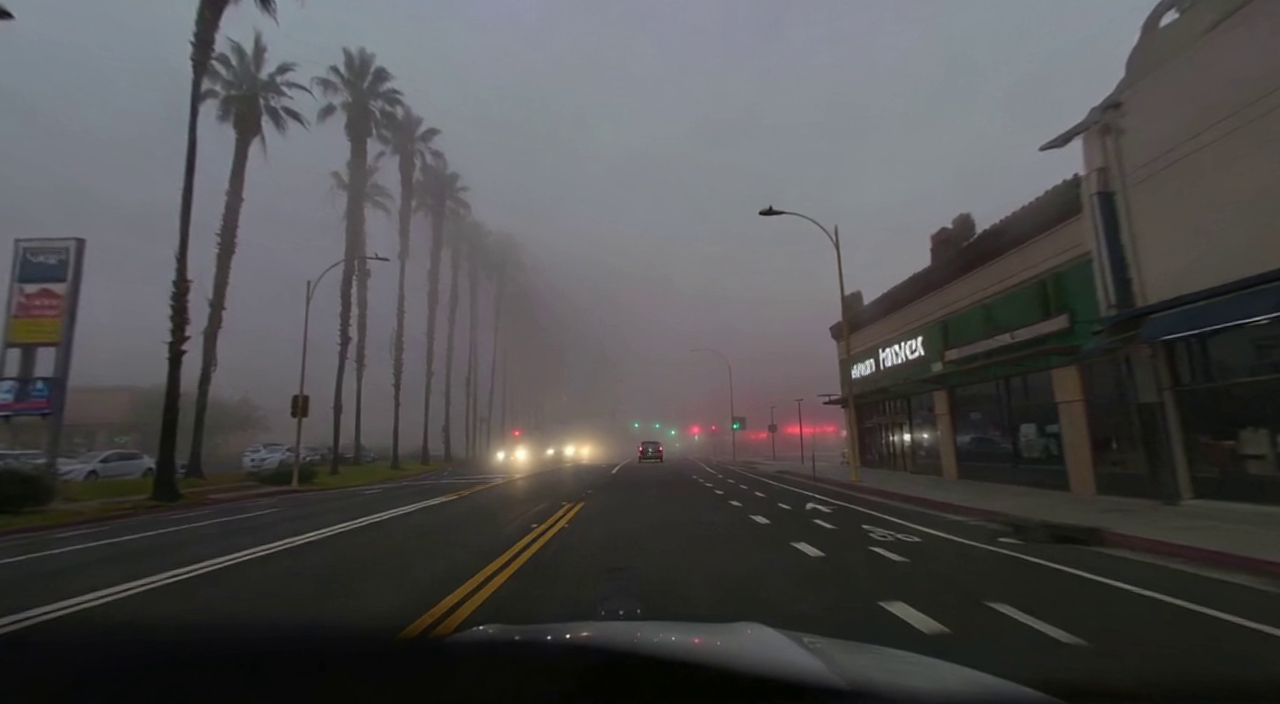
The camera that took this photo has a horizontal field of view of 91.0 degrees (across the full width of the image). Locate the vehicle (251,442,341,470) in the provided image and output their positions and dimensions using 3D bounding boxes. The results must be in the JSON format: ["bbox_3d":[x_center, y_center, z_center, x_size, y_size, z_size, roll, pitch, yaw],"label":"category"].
[{"bbox_3d":[-21.873,6.647,40.152,4.498,1.729,2.102,0,-9,0],"label":"vehicle"}]

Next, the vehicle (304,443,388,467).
[{"bbox_3d":[-21.532,7.571,46.262,5.050,1.758,2.134,0,-9,2],"label":"vehicle"}]

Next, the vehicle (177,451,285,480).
[{"bbox_3d":[-22.109,6.146,34.170,4.552,1.389,1.779,-1,-11,-4],"label":"vehicle"}]

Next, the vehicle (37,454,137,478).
[{"bbox_3d":[-35.073,7.210,40.007,4.505,1.458,1.887,0,-9,-2],"label":"vehicle"}]

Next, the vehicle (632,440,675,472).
[{"bbox_3d":[0.657,5.309,32.376,2.065,1.507,4.225,0,-9,1],"label":"vehicle"}]

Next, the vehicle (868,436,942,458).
[{"bbox_3d":[17.853,6.424,42.519,4.140,1.422,1.869,0,-9,-2],"label":"vehicle"}]
